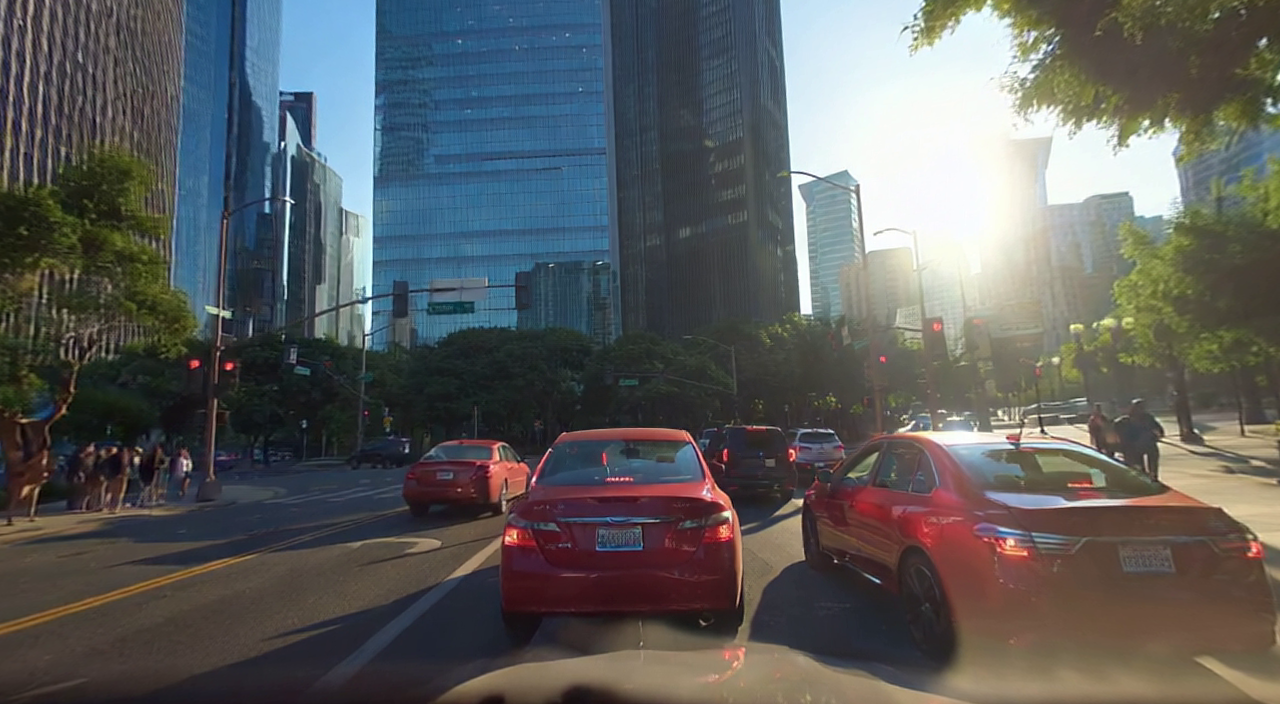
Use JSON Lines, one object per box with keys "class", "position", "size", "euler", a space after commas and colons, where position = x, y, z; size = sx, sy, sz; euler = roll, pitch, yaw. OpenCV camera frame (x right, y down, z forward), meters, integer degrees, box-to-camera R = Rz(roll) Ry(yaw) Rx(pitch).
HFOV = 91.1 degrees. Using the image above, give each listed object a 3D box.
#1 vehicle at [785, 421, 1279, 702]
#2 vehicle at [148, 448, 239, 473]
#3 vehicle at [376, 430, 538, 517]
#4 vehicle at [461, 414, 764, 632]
{"class": "vehicle", "position": [2.757, 1.412, 5.455], "size": [1.952, 1.464, 4.165], "euler": [0, -8, -1]}
{"class": "vehicle", "position": [-27.295, 6.609, 38.422], "size": [4.140, 1.486, 1.799], "euler": [0, -8, 0]}
{"class": "vehicle", "position": [-3.570, 2.470, 13.315], "size": [1.971, 1.496, 4.648], "euler": [0, -8, 1]}
{"class": "vehicle", "position": [-0.265, 1.472, 6.414], "size": [2.072, 1.476, 4.078], "euler": [0, -8, -2]}
